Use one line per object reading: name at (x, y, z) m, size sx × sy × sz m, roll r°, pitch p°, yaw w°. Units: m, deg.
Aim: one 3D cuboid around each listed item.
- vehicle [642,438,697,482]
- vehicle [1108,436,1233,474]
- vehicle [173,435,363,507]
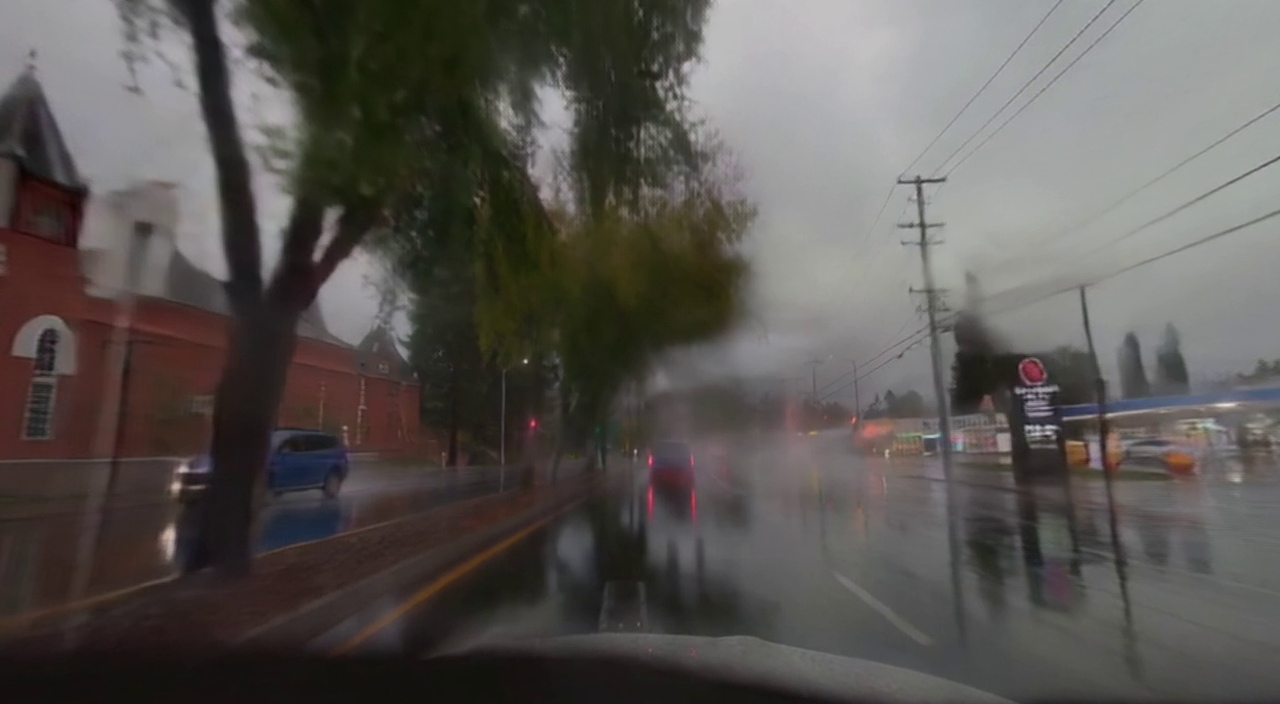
vehicle at (1.250, 4.373, 25.725) m, size 2.032 × 1.621 × 4.082 m, roll -1°, pitch -9°, yaw 4°
vehicle at (25.639, 4.973, 30.588) m, size 4.510 × 1.733 × 2.066 m, roll 1°, pitch -9°, yaw -10°
vehicle at (-10.823, 3.481, 18.987) m, size 2.159 × 1.850 × 4.944 m, roll -2°, pitch -9°, yaw 9°
